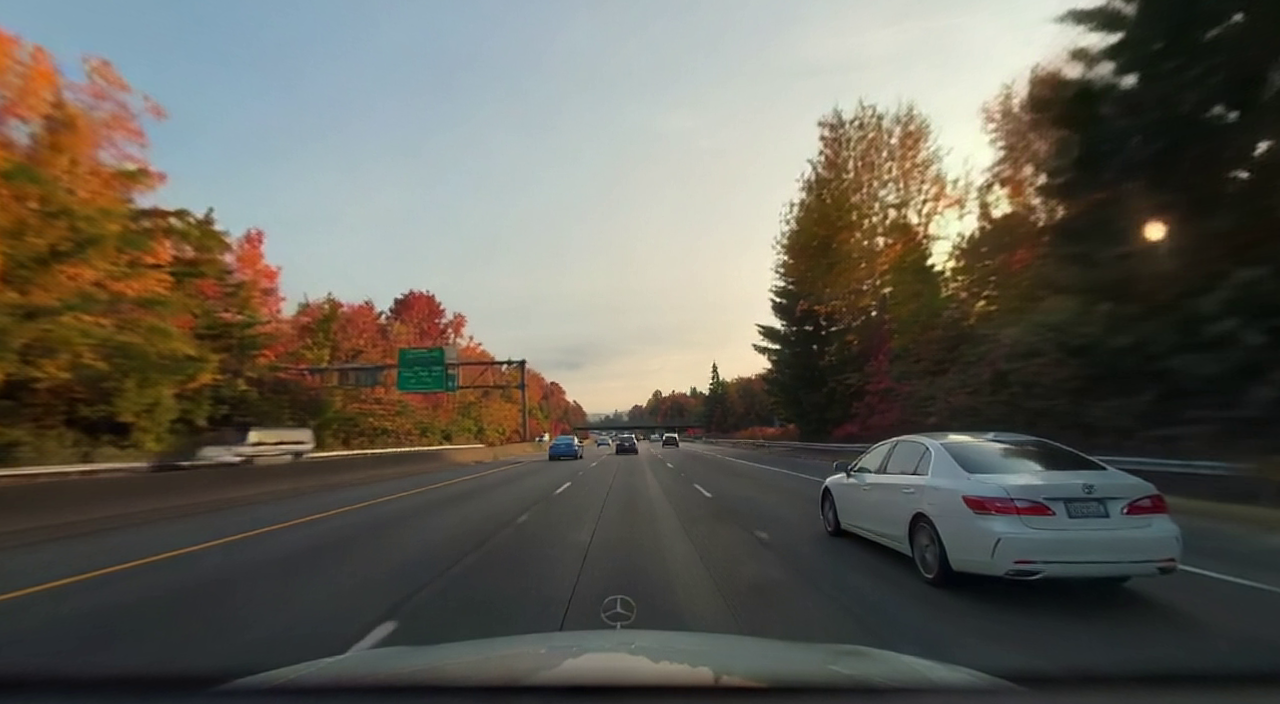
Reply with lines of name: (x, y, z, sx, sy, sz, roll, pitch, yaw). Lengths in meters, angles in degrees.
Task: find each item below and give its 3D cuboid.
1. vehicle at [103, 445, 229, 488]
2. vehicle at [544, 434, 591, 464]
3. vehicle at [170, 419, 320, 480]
vehicle: (-19.915, 4.788, 26.679, 2.038, 1.566, 4.287, 0, -8, -1)
vehicle: (-3.917, 5.313, 34.752, 2.103, 1.507, 4.367, 0, -8, 0)
vehicle: (-20.100, 5.006, 32.734, 2.685, 2.760, 7.884, 0, -8, 0)
